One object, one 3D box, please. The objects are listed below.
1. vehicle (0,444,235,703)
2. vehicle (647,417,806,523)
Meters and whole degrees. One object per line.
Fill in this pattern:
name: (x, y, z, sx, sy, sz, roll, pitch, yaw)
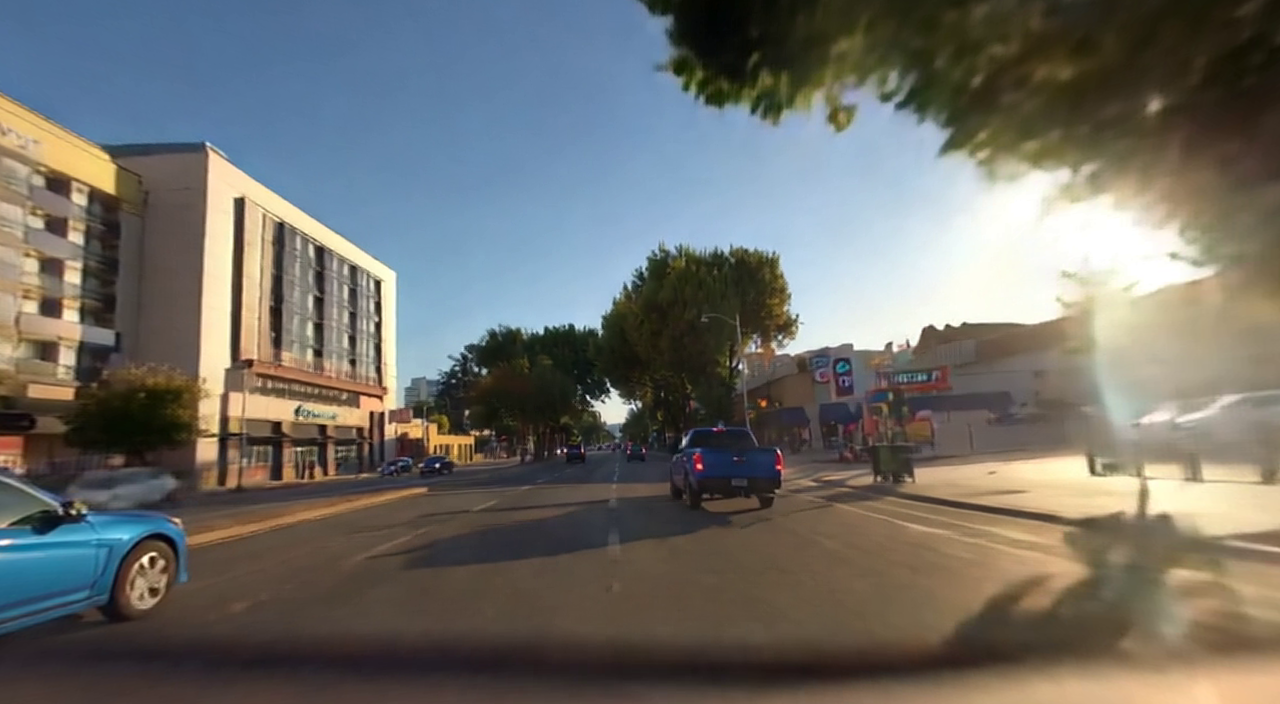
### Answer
vehicle: (-4.388, 1.177, 3.135, 1.888, 1.424, 4.553, 0, -9, -3)
vehicle: (1.642, 2.630, 14.699, 2.590, 1.932, 5.776, 1, -9, -3)
